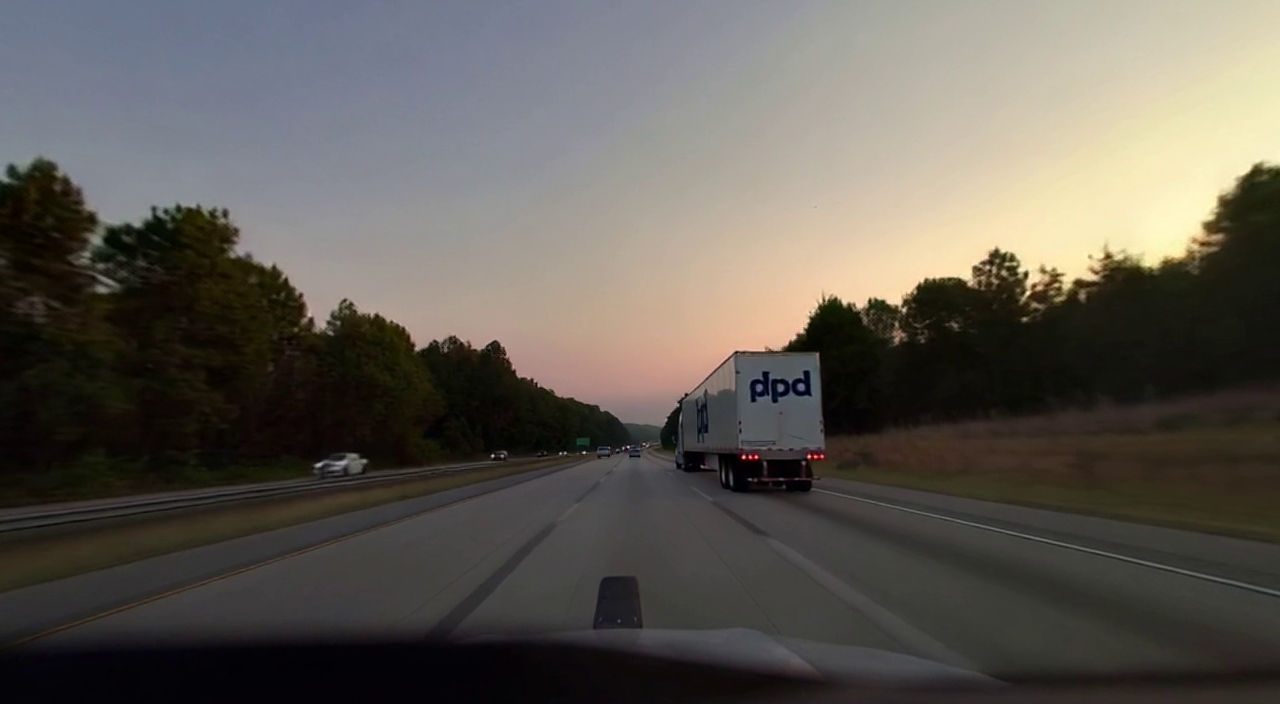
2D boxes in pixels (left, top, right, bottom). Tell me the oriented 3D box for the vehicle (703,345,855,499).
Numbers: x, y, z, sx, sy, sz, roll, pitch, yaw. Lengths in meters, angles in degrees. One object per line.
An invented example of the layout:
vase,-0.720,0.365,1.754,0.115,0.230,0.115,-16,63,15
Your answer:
vehicle,3.946,2.397,20.292,2.856,3.933,8.334,0,-9,-1

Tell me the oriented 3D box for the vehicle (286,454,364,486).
vehicle,-17.326,6.472,34.830,1.884,1.617,4.603,0,-9,0
